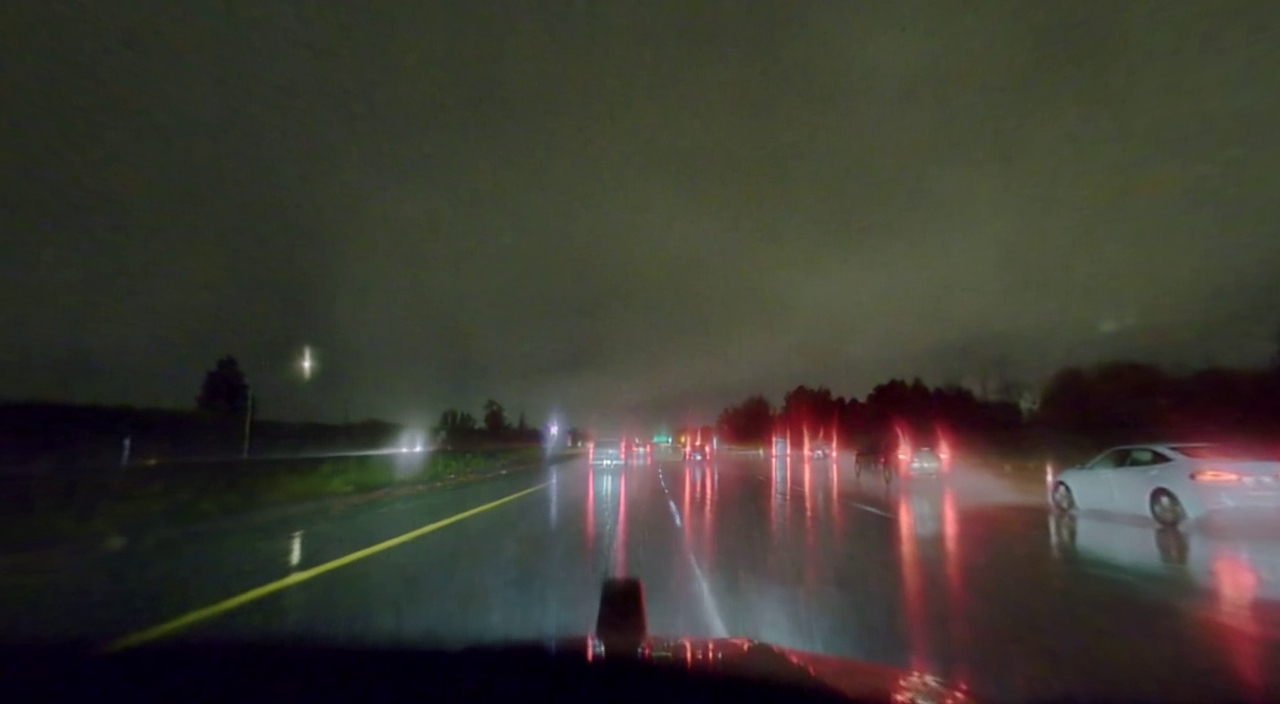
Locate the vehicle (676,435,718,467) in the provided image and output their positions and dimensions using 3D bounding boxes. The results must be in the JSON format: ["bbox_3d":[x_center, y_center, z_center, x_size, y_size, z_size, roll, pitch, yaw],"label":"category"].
[{"bbox_3d":[3.198,5.678,36.050,2.063,1.698,4.355,0,-8,1],"label":"vehicle"}]

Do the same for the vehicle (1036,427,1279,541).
[{"bbox_3d":[9.393,2.116,10.864,1.870,1.493,5.015,0,-8,1],"label":"vehicle"}]

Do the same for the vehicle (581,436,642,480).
[{"bbox_3d":[-1.019,4.137,24.732,2.050,1.546,4.344,-1,-8,2],"label":"vehicle"}]
